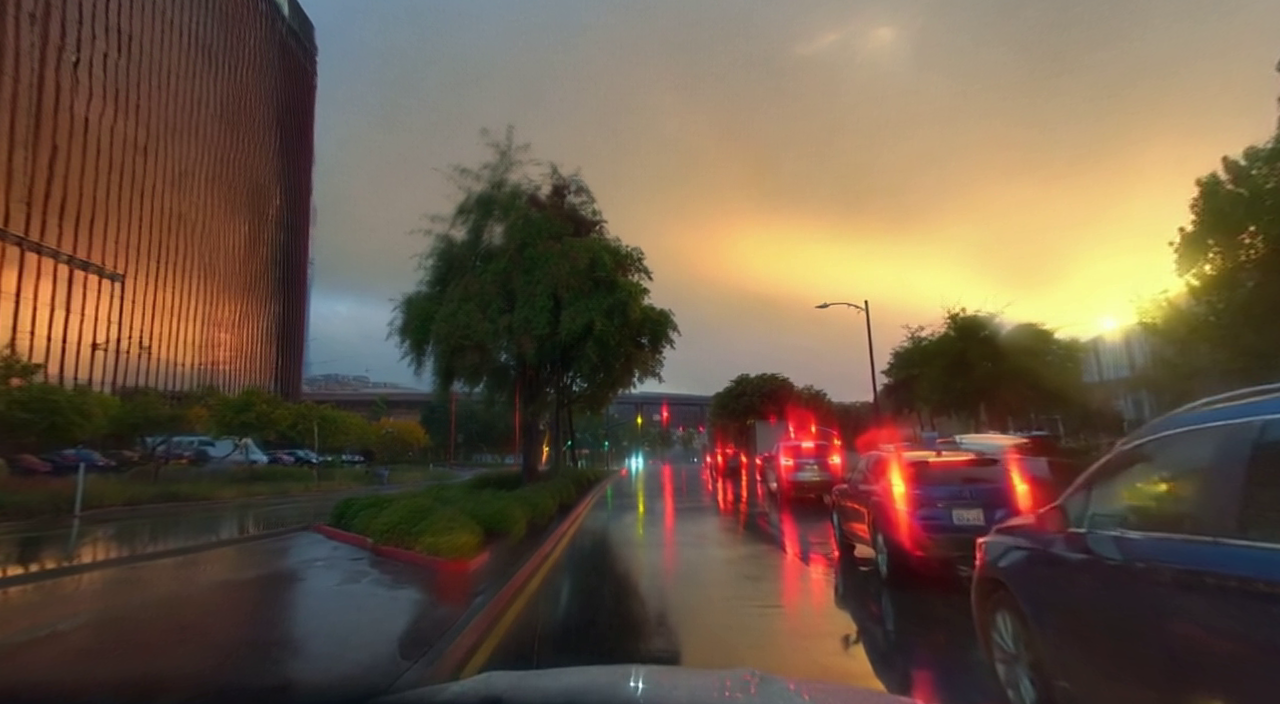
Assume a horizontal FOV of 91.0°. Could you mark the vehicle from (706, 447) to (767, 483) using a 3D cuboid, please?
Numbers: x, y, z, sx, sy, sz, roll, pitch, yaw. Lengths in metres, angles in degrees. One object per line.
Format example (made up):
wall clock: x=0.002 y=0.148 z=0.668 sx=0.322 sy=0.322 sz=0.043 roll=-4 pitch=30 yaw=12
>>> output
vehicle: x=4.523 y=5.345 z=30.129 sx=2.183 sy=1.553 sz=3.923 roll=0 pitch=-9 yaw=-1

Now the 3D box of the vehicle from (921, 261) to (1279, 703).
vehicle: x=2.482 y=0.693 z=1.524 sx=2.092 sy=1.703 sz=4.870 roll=-2 pitch=-9 yaw=10

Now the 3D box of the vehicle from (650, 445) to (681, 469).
vehicle: x=1.982 y=7.886 z=47.490 sx=2.121 sy=1.728 sz=4.161 roll=-1 pitch=-9 yaw=6

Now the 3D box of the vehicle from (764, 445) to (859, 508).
vehicle: x=4.993 y=3.642 z=19.055 sx=2.089 sy=1.609 sz=4.922 roll=-1 pitch=-9 yaw=7
